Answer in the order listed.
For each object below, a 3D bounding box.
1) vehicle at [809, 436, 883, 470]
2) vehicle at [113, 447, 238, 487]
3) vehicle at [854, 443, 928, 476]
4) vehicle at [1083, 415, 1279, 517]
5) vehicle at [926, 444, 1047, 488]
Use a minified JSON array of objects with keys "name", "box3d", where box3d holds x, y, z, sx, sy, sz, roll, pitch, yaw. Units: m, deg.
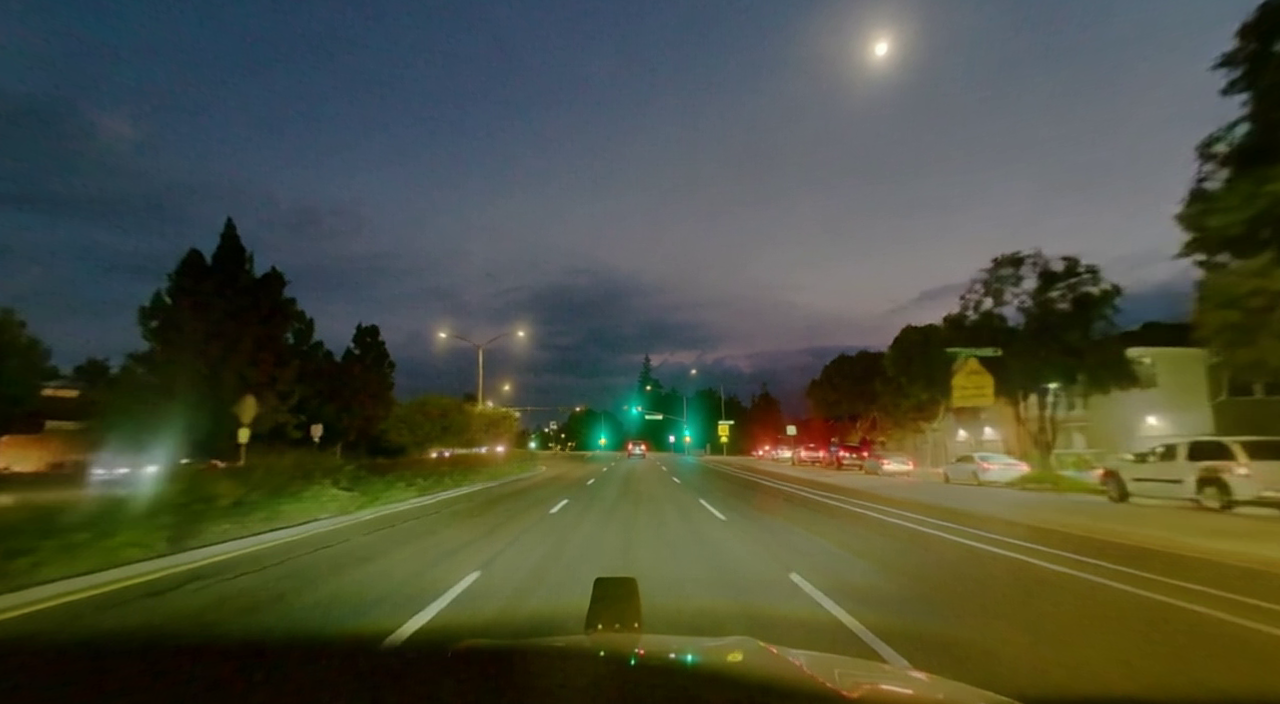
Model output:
[{"name":"vehicle","box3d":[12.506,6.246,38.907,2.386,1.919,6.109,-1,-9,-1]},{"name":"vehicle","box3d":[-19.129,4.738,26.315,1.815,1.468,4.398,0,-8,1]},{"name":"vehicle","box3d":[12.339,5.321,31.380,1.836,1.448,4.624,-1,-9,1]},{"name":"vehicle","box3d":[13.122,2.484,14.197,2.047,1.950,5.112,1,-8,-9]},{"name":"vehicle","box3d":[12.715,4.177,23.615,1.916,1.452,4.651,0,-8,1]}]
